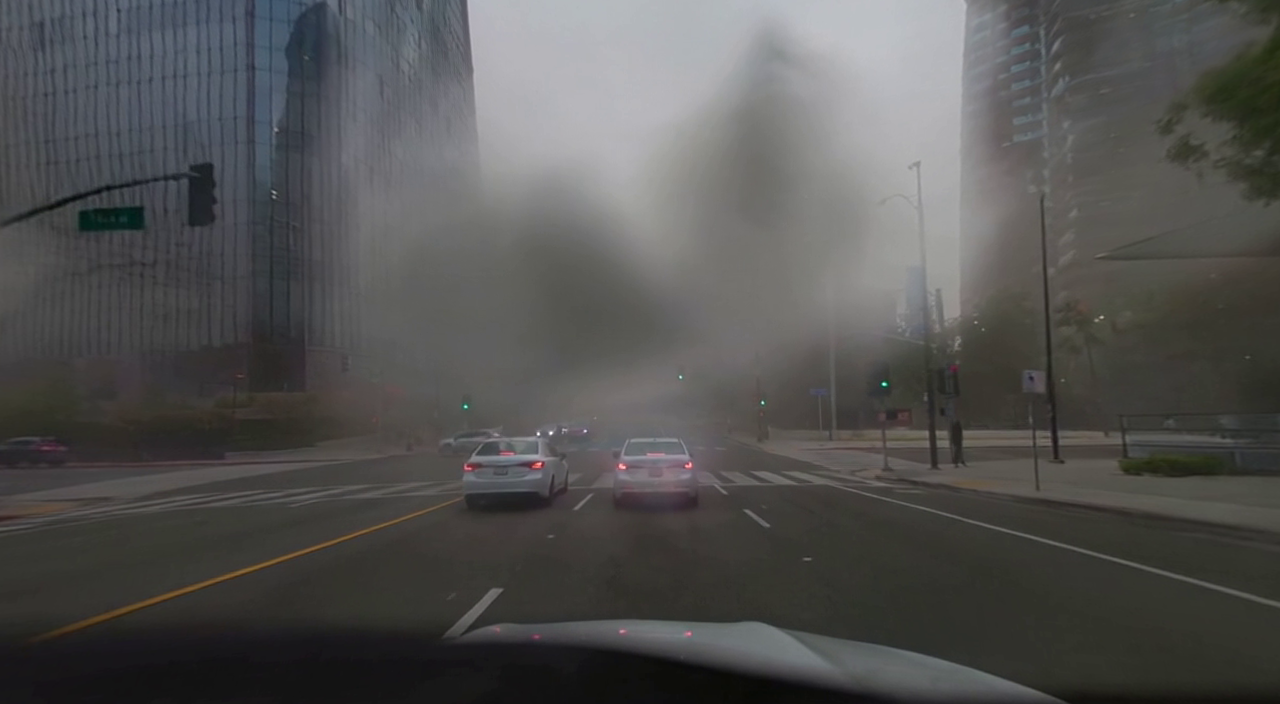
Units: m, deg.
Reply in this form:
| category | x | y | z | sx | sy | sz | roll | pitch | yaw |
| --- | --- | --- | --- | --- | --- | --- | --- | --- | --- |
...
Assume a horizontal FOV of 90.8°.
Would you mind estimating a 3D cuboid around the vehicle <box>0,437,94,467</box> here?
| category | x | y | z | sx | sy | sz | roll | pitch | yaw |
| --- | --- | --- | --- | --- | --- | --- | --- | --- | --- |
| vehicle | -34.749 | 5.738 | 36.249 | 4.694 | 1.677 | 1.847 | 2 | -9 | -14 |

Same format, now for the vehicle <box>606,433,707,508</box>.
| category | x | y | z | sx | sy | sz | roll | pitch | yaw |
| --- | --- | --- | --- | --- | --- | --- | --- | --- | --- |
| vehicle | 0.315 | 2.664 | 14.606 | 2.016 | 1.478 | 3.795 | 0 | -8 | 0 |

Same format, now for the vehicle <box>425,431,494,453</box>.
| category | x | y | z | sx | sy | sz | roll | pitch | yaw |
| --- | --- | --- | --- | --- | --- | --- | --- | --- | --- |
| vehicle | -12.692 | 6.394 | 44.706 | 4.533 | 1.520 | 1.887 | 2 | -9 | -11 |

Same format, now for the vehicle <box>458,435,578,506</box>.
| category | x | y | z | sx | sy | sz | roll | pitch | yaw |
| --- | --- | --- | --- | --- | --- | --- | --- | --- | --- |
| vehicle | -2.816 | 2.859 | 15.716 | 1.995 | 1.479 | 4.627 | 0 | -8 | 1 |
